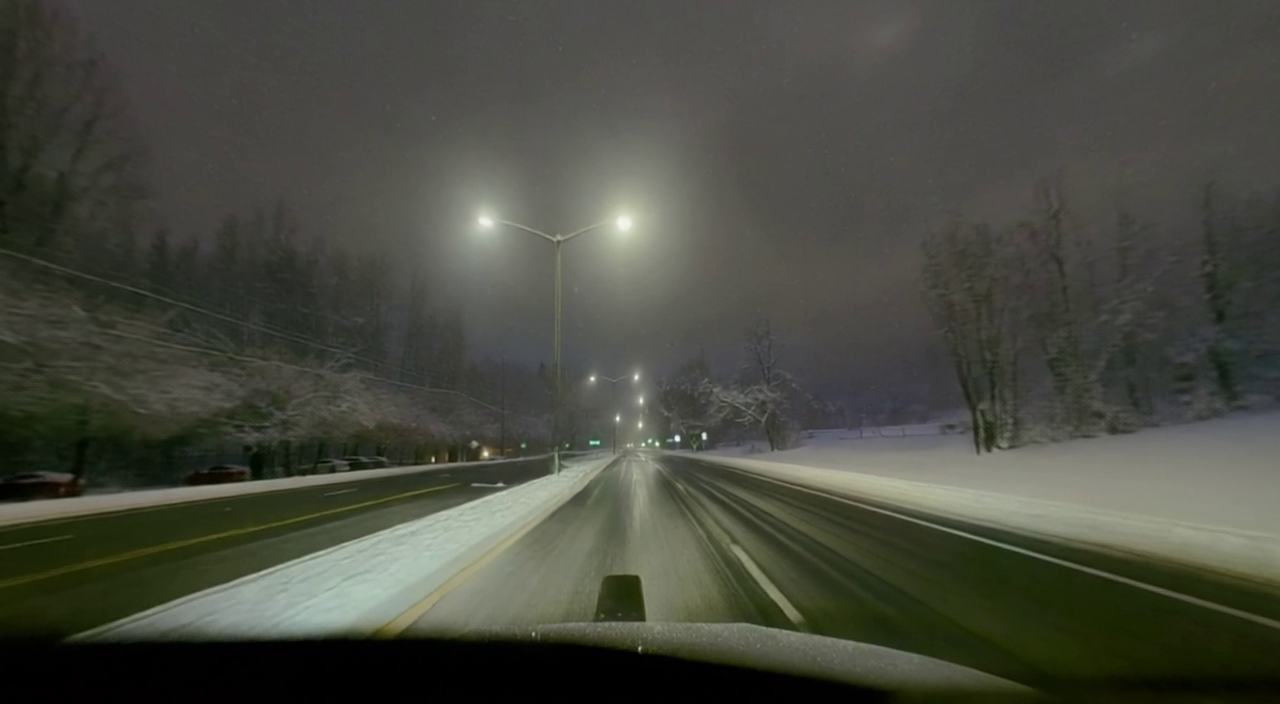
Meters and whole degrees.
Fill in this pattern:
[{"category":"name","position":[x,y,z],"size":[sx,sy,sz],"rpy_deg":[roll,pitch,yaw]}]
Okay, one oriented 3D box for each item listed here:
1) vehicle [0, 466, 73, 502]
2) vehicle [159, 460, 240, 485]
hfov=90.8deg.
[{"category":"vehicle","position":[-27.643,5.723,27.462],"size":[3.956,1.414,2.109],"rpy_deg":[-1,-8,0]},{"category":"vehicle","position":[-27.502,7.501,39.517],"size":[3.706,1.426,1.668],"rpy_deg":[0,-9,-2]}]
